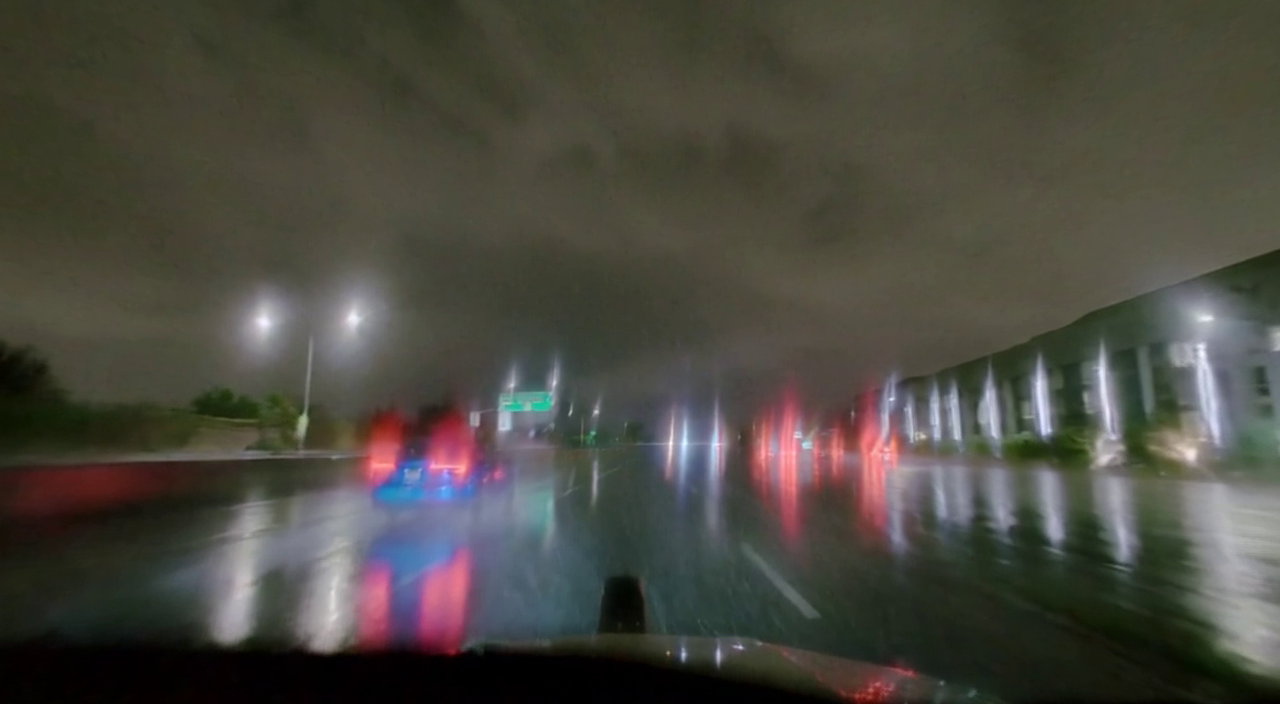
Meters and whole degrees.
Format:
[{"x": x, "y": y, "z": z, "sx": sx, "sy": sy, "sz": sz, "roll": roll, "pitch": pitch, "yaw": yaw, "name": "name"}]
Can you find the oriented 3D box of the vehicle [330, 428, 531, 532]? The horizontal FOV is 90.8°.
[{"x": -3.606, "y": 2.313, "z": 12.042, "sx": 2.087, "sy": 1.566, "sz": 4.756, "roll": 0, "pitch": -9, "yaw": 2, "name": "vehicle"}]
